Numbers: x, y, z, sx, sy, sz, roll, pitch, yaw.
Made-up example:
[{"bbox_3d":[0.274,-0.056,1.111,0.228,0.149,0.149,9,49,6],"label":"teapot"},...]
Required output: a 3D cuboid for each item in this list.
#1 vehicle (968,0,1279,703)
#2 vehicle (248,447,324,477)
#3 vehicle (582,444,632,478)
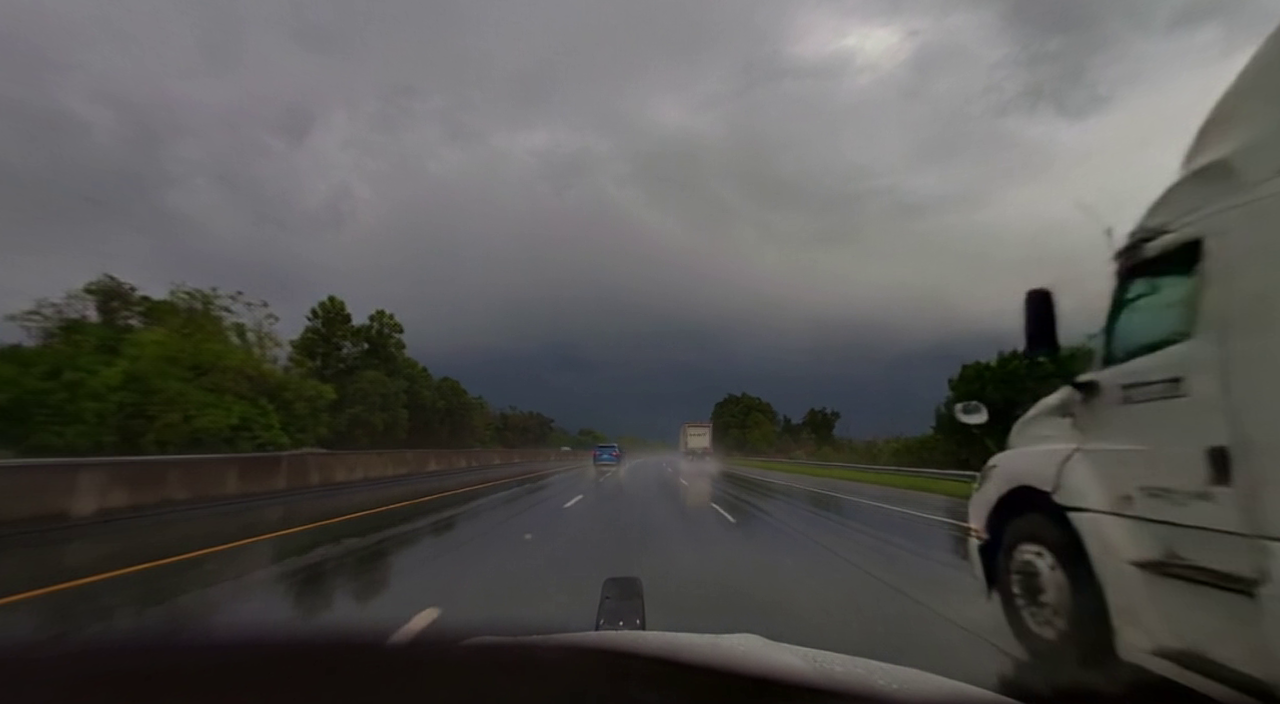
[{"bbox_3d":[4.162,-0.312,1.769,3.014,3.921,6.052,0,-9,-1],"label":"vehicle"},{"bbox_3d":[-21.174,6.585,37.957,2.143,1.649,4.057,0,-9,0],"label":"vehicle"},{"bbox_3d":[-1.659,5.792,33.618,2.297,1.683,4.385,0,-9,2],"label":"vehicle"}]
